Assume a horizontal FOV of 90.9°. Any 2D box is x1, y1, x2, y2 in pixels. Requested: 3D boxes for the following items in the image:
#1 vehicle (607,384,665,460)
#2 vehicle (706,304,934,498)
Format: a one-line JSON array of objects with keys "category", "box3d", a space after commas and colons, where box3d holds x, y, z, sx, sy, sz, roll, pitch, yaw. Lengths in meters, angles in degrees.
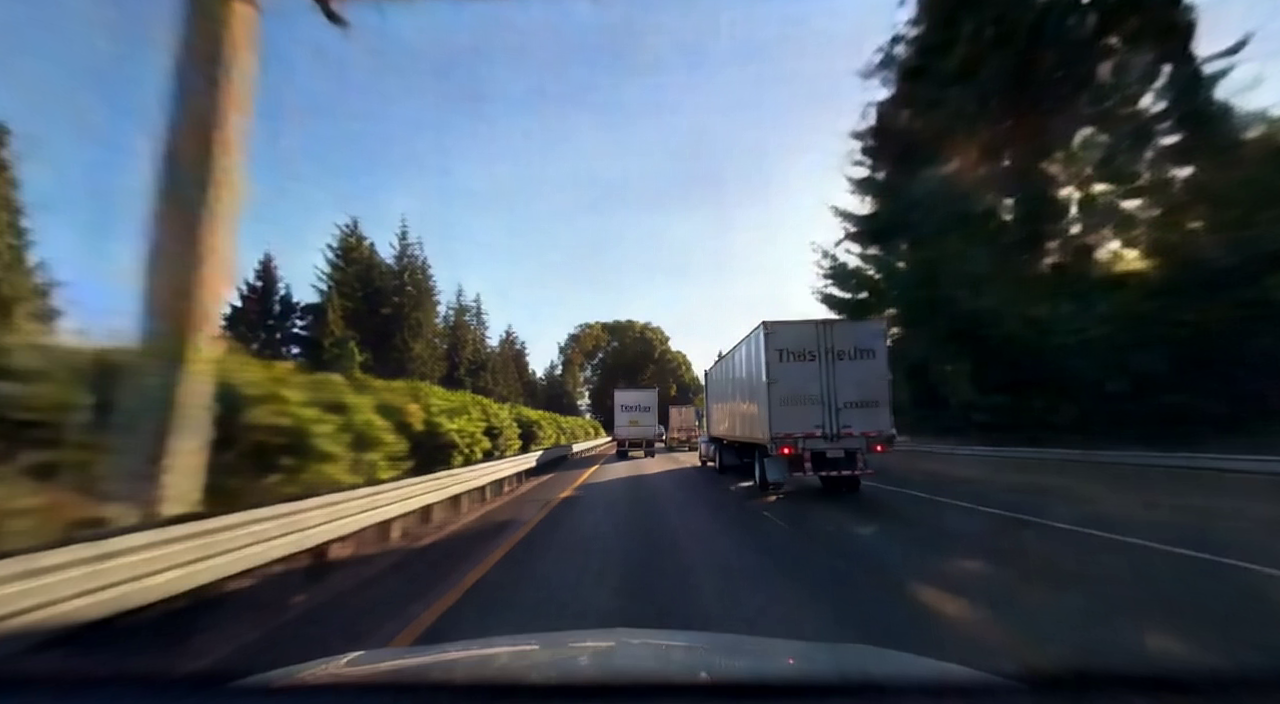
[{"category": "vehicle", "box3d": [-0.294, 4.305, 37.809, 2.958, 3.917, 10.196, 0, -8, -1]}, {"category": "vehicle", "box3d": [4.562, 1.985, 20.712, 2.856, 4.145, 14.500, 0, -8, -2]}]
